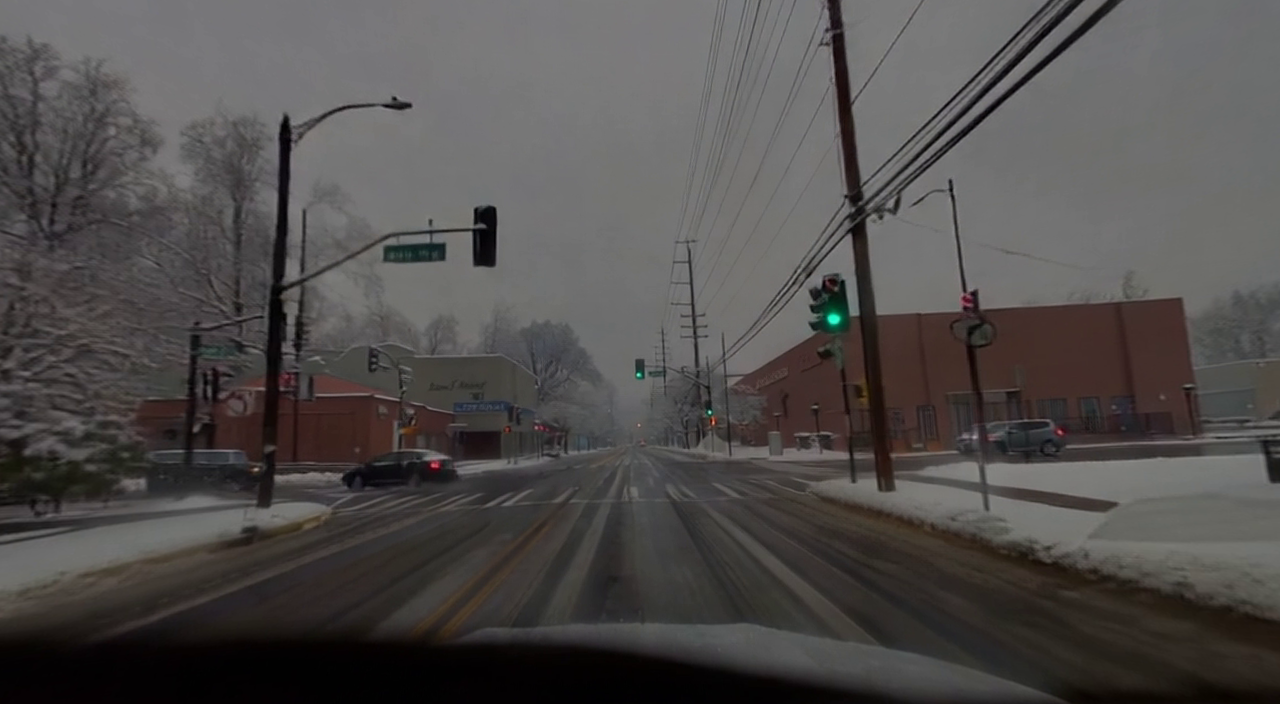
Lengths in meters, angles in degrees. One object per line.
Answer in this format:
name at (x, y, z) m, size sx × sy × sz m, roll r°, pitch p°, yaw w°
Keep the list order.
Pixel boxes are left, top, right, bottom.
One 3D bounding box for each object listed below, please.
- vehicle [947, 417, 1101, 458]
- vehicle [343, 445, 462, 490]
vehicle at (14.573, 3.270, 24.185) m, size 4.632 × 1.484 × 1.907 m, roll 0°, pitch -9°, yaw -1°
vehicle at (-9.546, 4.560, 25.305) m, size 4.624 × 1.478 × 2.118 m, roll -6°, pitch -6°, yaw 33°
